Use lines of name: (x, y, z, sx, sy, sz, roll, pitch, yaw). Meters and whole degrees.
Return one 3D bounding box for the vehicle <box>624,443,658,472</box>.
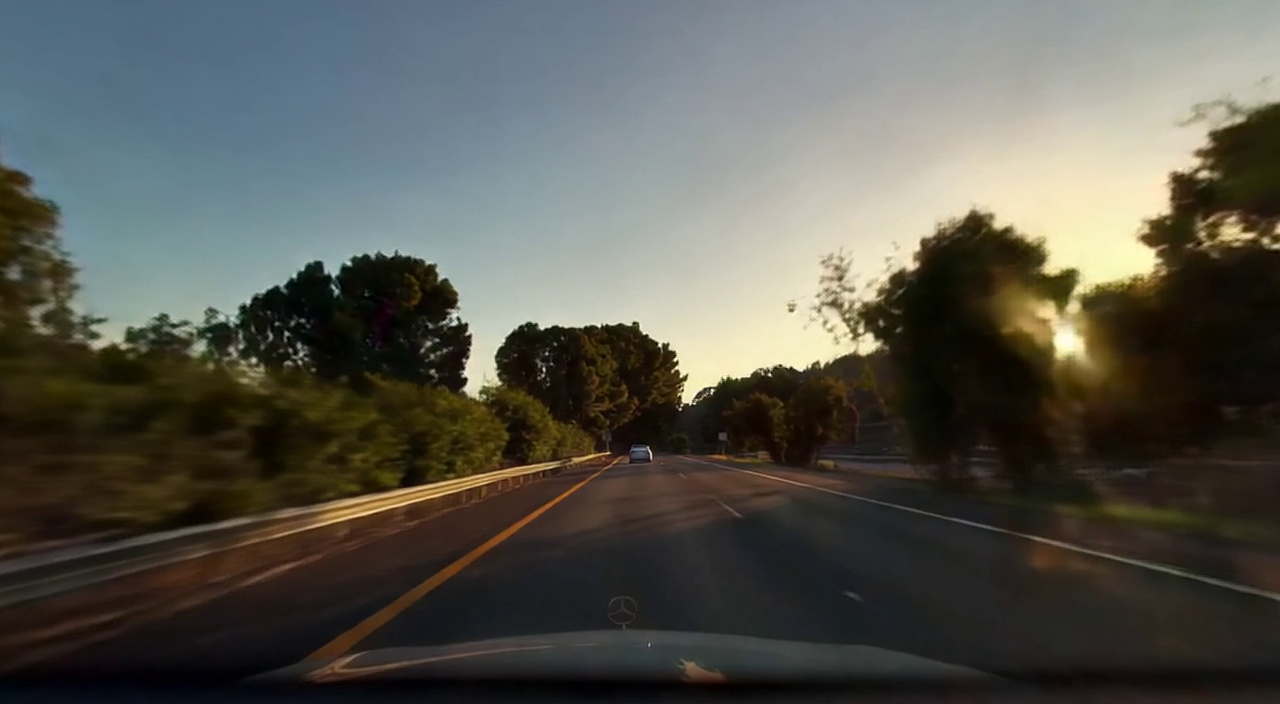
vehicle: (0.019, 6.475, 38.853, 1.987, 1.658, 3.620, 0, -9, -1)
